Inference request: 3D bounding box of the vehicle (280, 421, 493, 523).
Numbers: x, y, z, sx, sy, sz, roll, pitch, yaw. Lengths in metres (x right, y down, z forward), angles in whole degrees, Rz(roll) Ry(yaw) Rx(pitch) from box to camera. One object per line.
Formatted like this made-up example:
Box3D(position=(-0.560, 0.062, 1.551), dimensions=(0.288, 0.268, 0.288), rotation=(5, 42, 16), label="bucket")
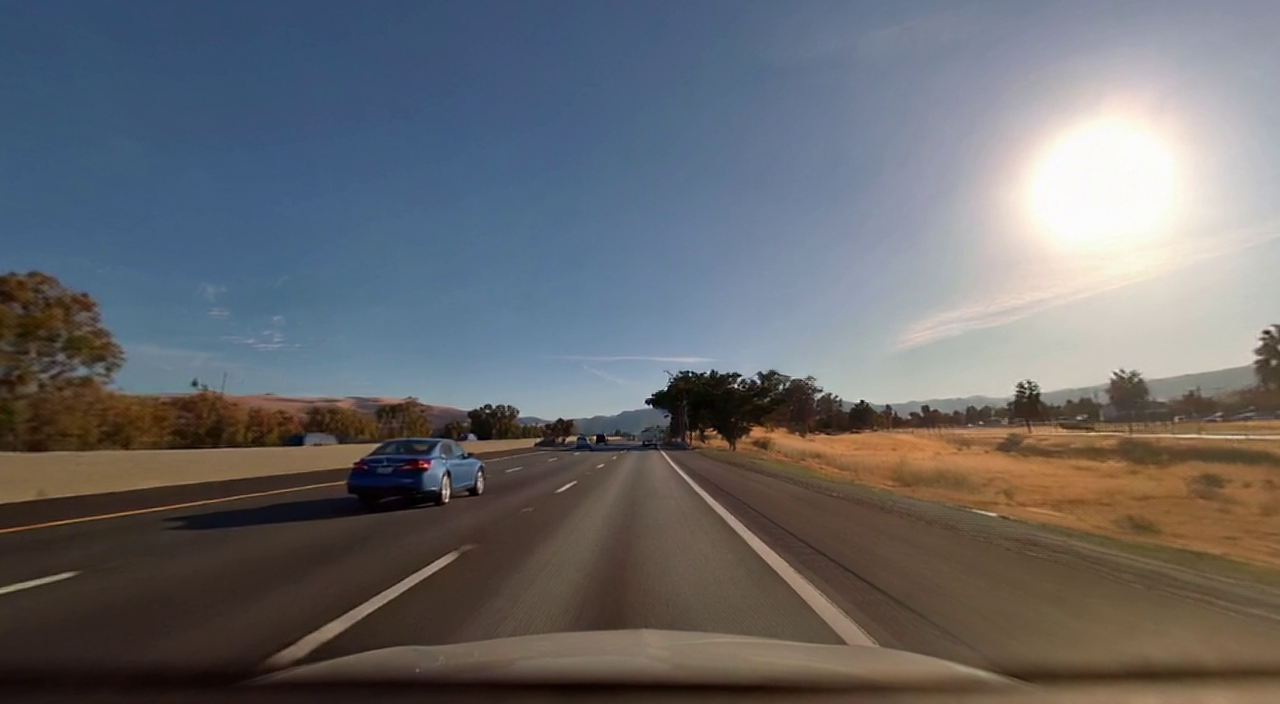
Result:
Box3D(position=(-4.482, 2.203, 12.151), dimensions=(2.071, 1.556, 4.729), rotation=(0, -8, 1), label="vehicle")
